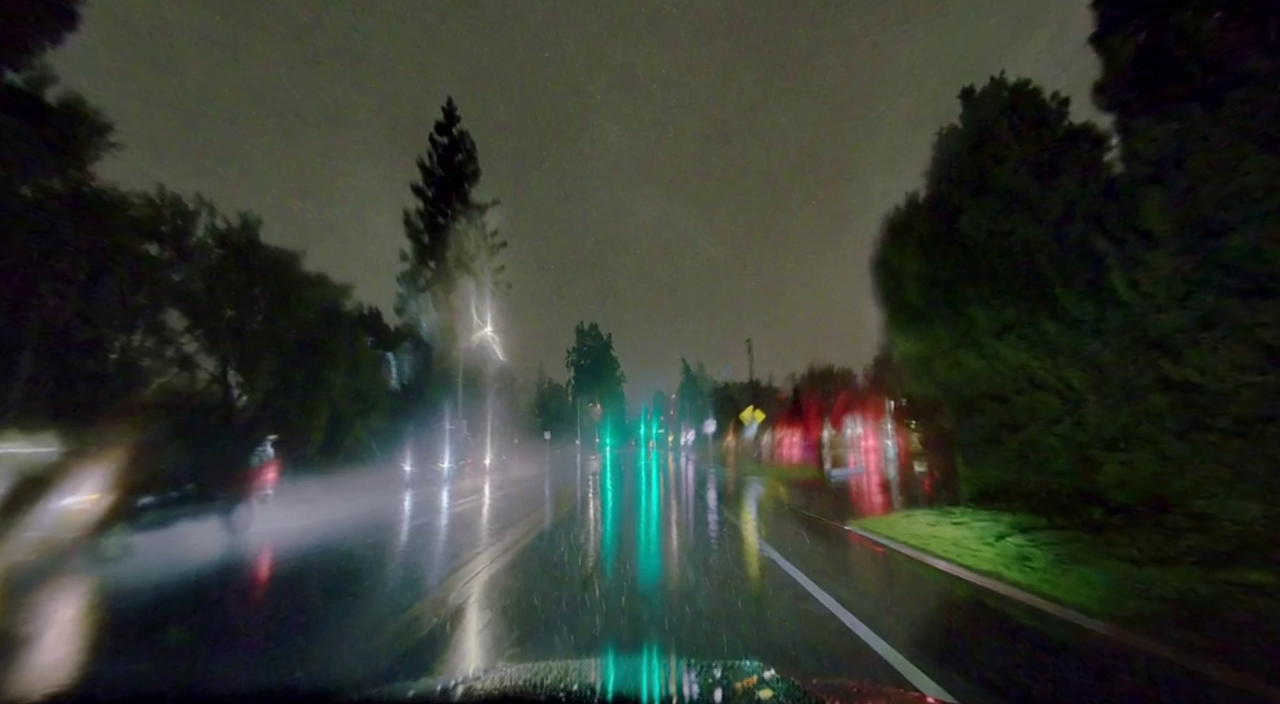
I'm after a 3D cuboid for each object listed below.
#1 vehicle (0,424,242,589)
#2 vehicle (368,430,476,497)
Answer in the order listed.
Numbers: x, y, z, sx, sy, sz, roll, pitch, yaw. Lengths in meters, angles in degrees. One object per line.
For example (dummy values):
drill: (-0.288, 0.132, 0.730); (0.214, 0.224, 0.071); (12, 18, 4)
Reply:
vehicle: (-7.991, 1.958, 8.761); (1.960, 1.786, 4.595); (-3, -6, 0)
vehicle: (-7.843, 3.967, 23.187); (2.138, 2.038, 4.717); (-3, -7, 2)
